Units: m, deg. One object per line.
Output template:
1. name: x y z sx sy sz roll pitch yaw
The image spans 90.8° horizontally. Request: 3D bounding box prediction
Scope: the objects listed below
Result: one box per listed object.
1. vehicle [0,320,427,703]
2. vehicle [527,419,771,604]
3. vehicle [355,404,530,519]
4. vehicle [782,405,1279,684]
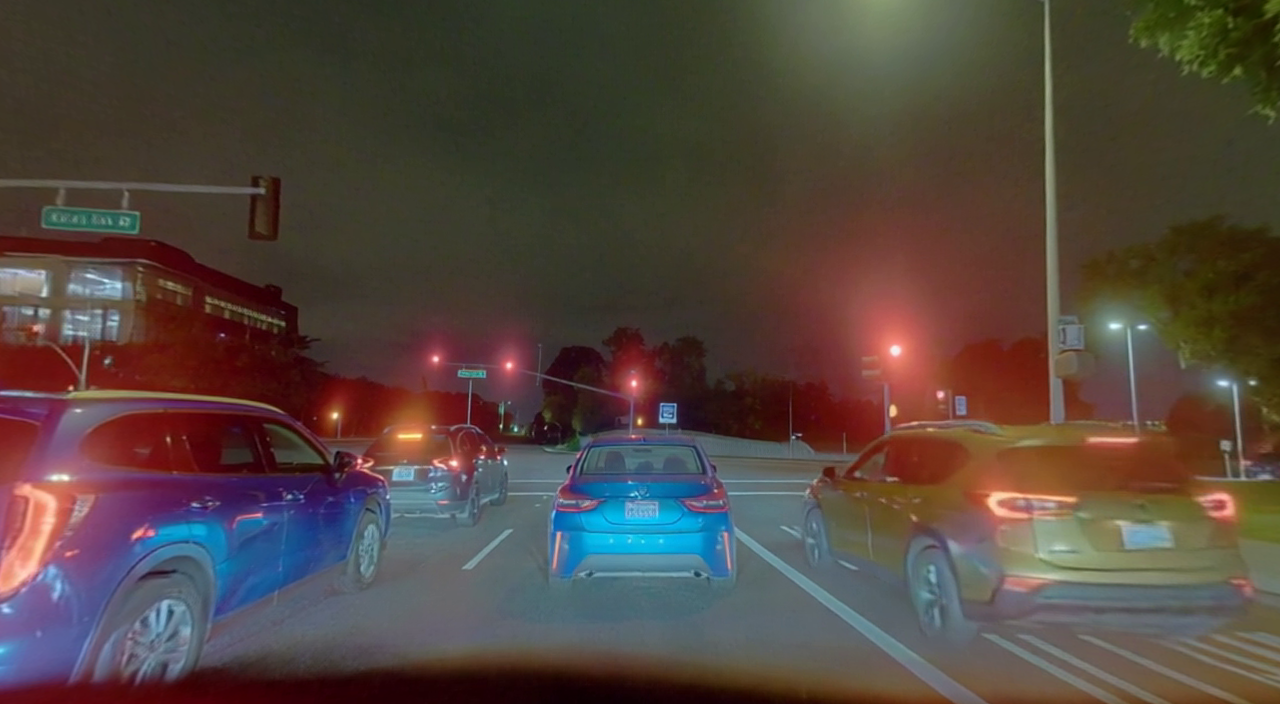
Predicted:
1. vehicle: -3.171 1.055 4.476 1.924 1.737 4.387 0 -9 -2
2. vehicle: -0.061 1.636 7.456 2.001 1.483 4.442 0 -9 -4
3. vehicle: -3.912 2.312 13.816 2.305 1.984 5.586 0 -8 -3
4. vehicle: 3.075 1.418 5.970 2.100 1.524 4.746 0 -9 -3
